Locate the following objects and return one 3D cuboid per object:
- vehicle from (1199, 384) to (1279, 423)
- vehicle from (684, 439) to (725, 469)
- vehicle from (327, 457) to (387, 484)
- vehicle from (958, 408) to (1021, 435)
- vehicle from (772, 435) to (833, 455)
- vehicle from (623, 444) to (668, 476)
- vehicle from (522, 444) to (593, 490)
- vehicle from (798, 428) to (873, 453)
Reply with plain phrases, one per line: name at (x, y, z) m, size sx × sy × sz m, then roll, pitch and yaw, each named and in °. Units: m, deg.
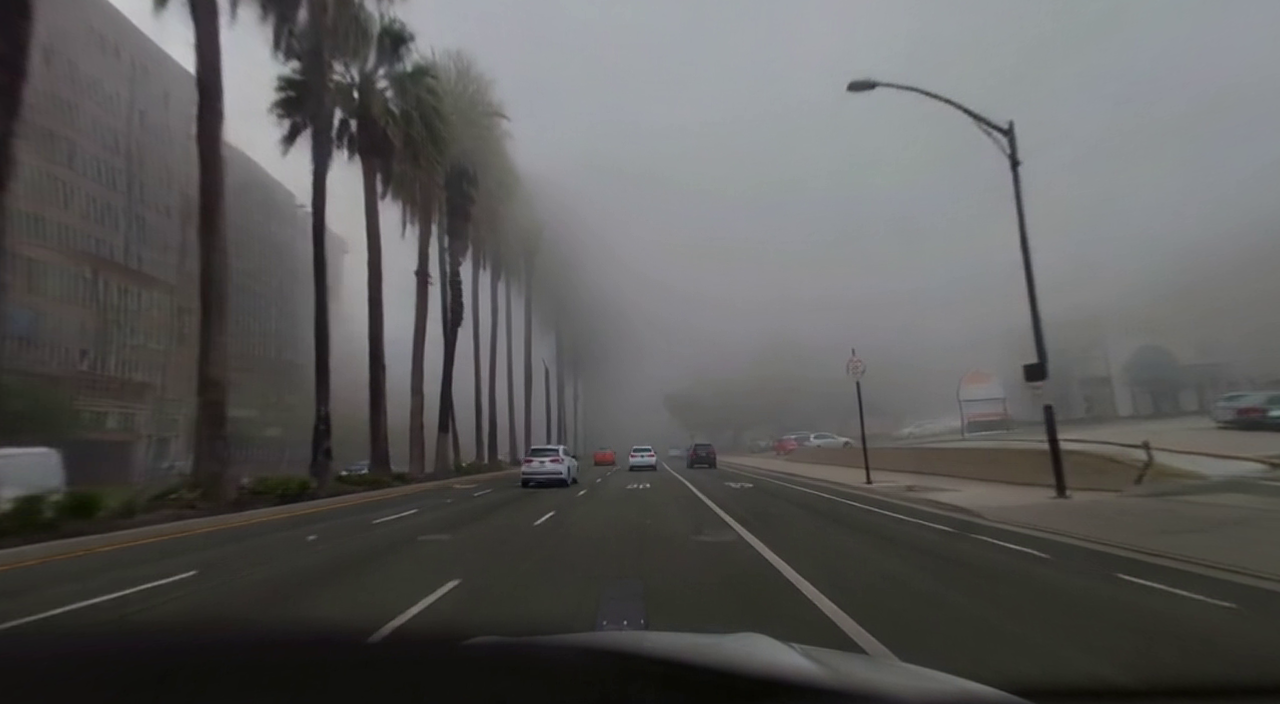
vehicle at (27.758, 2.220, 27.358) m, size 1.663 × 1.499 × 4.774 m, roll 5°, pitch -10°, yaw -31°
vehicle at (4.130, 6.628, 41.100) m, size 2.108 × 1.785 × 4.334 m, roll 0°, pitch -9°, yaw -1°
vehicle at (-20.593, 8.621, 46.082) m, size 2.016 × 1.754 × 4.826 m, roll -1°, pitch -9°, yaw 1°
vehicle at (23.736, 4.748, 42.739) m, size 4.448 × 1.701 × 1.954 m, roll 6°, pitch -11°, yaw -37°
vehicle at (12.366, 7.031, 47.796) m, size 4.284 × 1.450 × 1.927 m, roll 4°, pitch -10°, yaw -29°
vehicle at (0.280, 5.523, 32.494) m, size 2.147 × 1.507 × 3.953 m, roll -1°, pitch -9°, yaw 0°
vehicle at (-2.923, 4.177, 23.336) m, size 1.908 × 1.505 × 4.369 m, roll -1°, pitch -9°, yaw 2°
vehicle at (12.923, 5.839, 41.639) m, size 4.749 × 1.457 × 1.806 m, roll 3°, pitch -11°, yaw -28°
